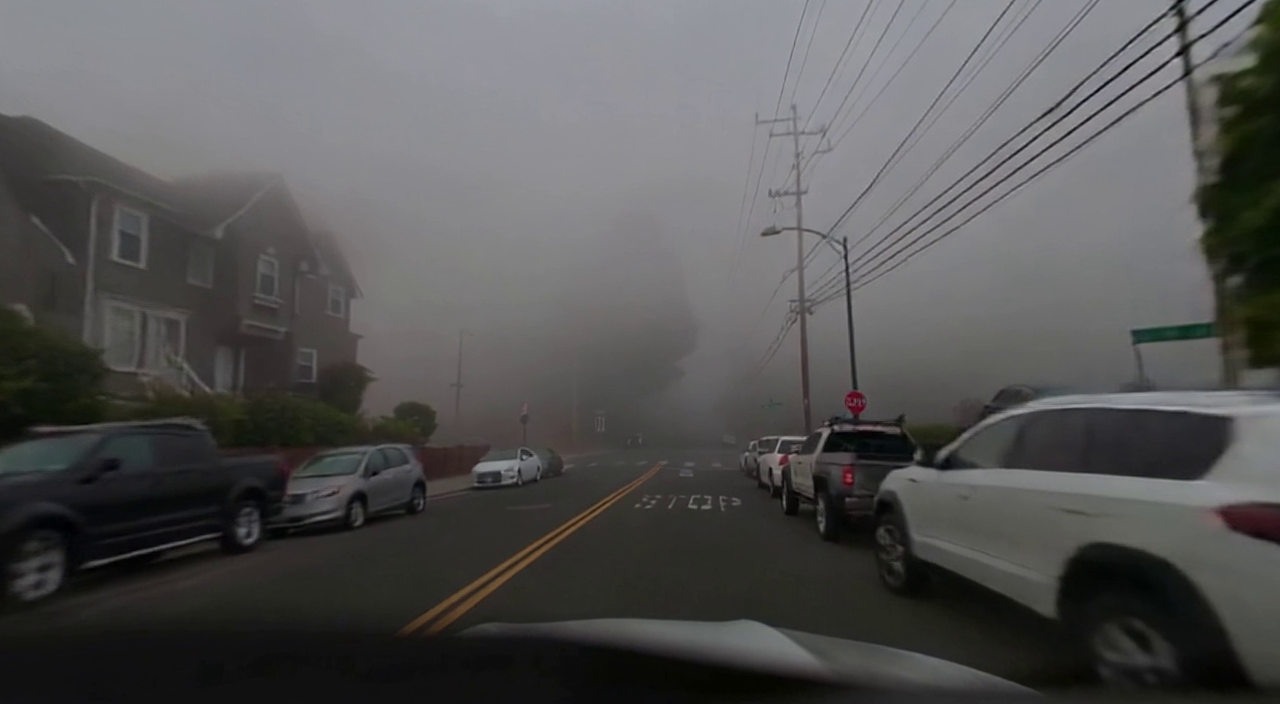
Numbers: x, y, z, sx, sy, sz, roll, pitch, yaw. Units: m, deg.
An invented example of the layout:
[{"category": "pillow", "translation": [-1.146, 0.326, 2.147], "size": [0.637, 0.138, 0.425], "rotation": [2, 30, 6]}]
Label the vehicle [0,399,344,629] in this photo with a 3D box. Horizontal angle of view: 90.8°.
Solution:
[{"category": "vehicle", "translation": [-6.451, 1.728, 7.795], "size": [2.359, 1.947, 5.833], "rotation": [-1, -8, 5]}]

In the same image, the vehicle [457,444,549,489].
[{"category": "vehicle", "translation": [-4.866, 4.107, 23.189], "size": [2.098, 1.454, 4.449], "rotation": [-1, -8, 4]}]

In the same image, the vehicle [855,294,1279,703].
[{"category": "vehicle", "translation": [3.169, 1.028, 3.771], "size": [2.251, 1.824, 5.504], "rotation": [-1, -8, 5]}]
